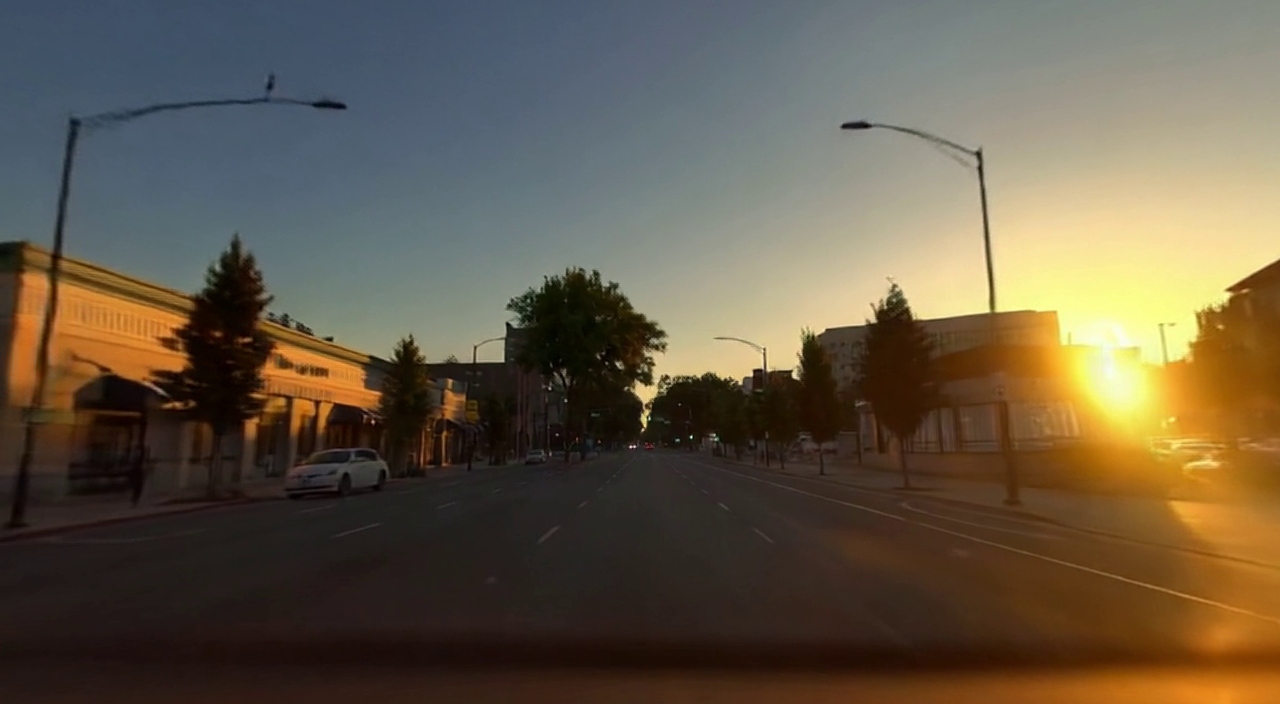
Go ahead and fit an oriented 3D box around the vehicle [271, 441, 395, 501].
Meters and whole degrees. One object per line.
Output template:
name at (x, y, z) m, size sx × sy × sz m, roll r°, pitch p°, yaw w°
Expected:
vehicle at (-10.740, 4.142, 22.522) m, size 2.060 × 1.796 × 4.675 m, roll -2°, pitch -7°, yaw 0°
